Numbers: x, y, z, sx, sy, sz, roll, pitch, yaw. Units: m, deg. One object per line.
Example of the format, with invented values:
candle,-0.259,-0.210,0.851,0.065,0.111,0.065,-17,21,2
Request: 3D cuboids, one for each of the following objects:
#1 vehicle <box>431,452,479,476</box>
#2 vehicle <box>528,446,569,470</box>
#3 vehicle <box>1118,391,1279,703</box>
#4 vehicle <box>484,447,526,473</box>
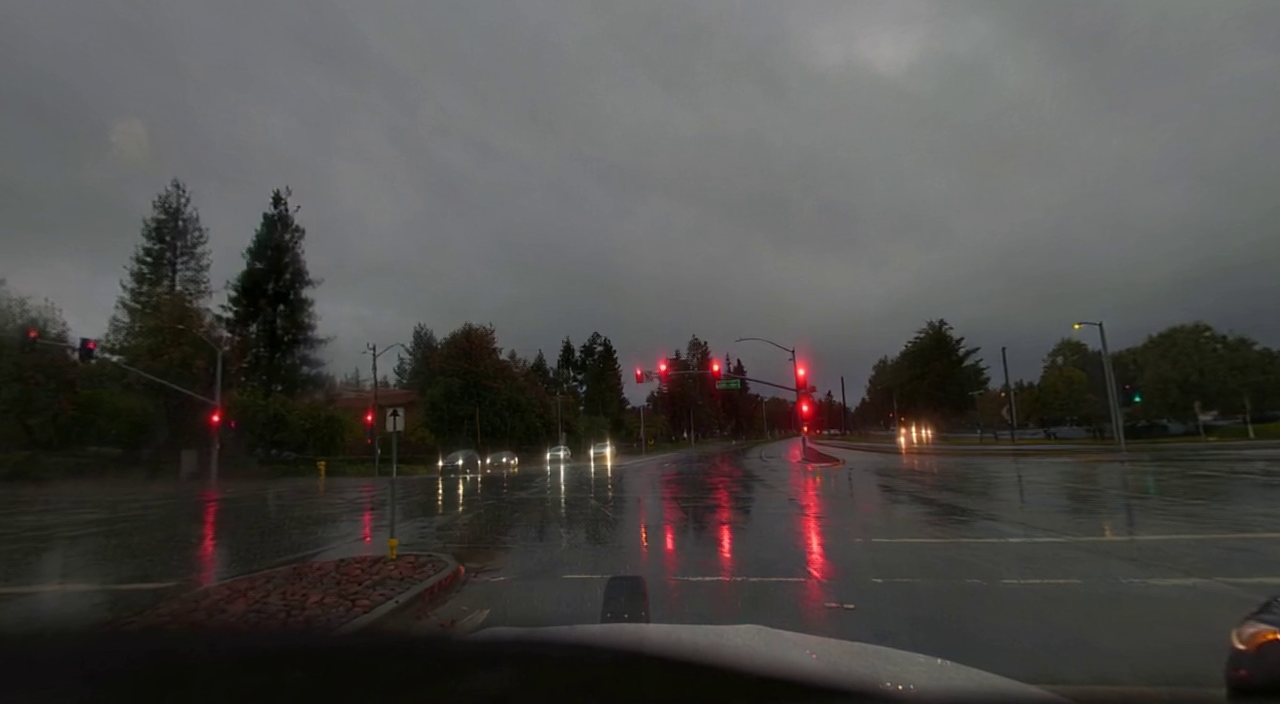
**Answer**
vehicle,-13.405,8.120,45.984,2.101,1.637,4.304,0,-9,2
vehicle,-6.552,7.603,45.491,2.126,1.657,4.307,-1,-9,3
vehicle,3.060,0.616,0.416,1.978,1.468,4.544,0,-9,1
vehicle,-9.777,7.842,45.963,2.064,1.725,4.243,0,-9,1
